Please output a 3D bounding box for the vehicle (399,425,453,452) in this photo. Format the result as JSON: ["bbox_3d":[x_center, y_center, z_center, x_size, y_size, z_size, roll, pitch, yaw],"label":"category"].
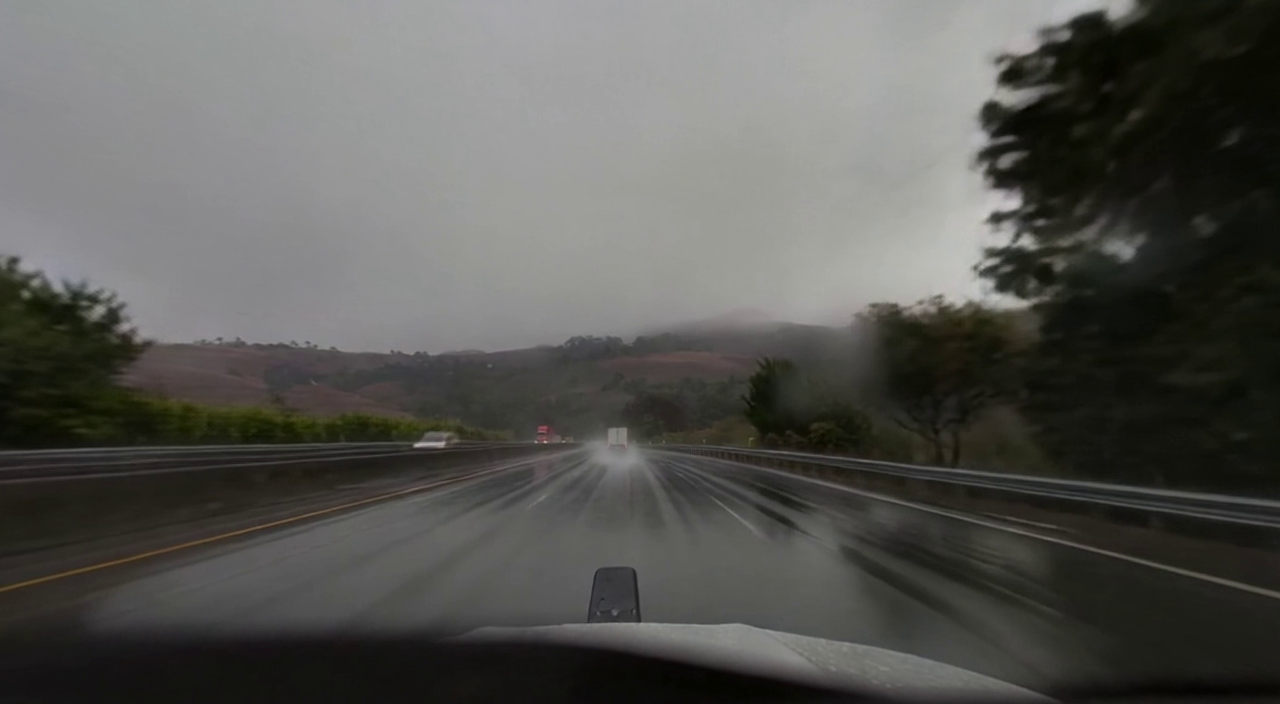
[{"bbox_3d":[-13.267,5.438,39.298,1.954,1.573,4.356,0,-8,-2],"label":"vehicle"}]
